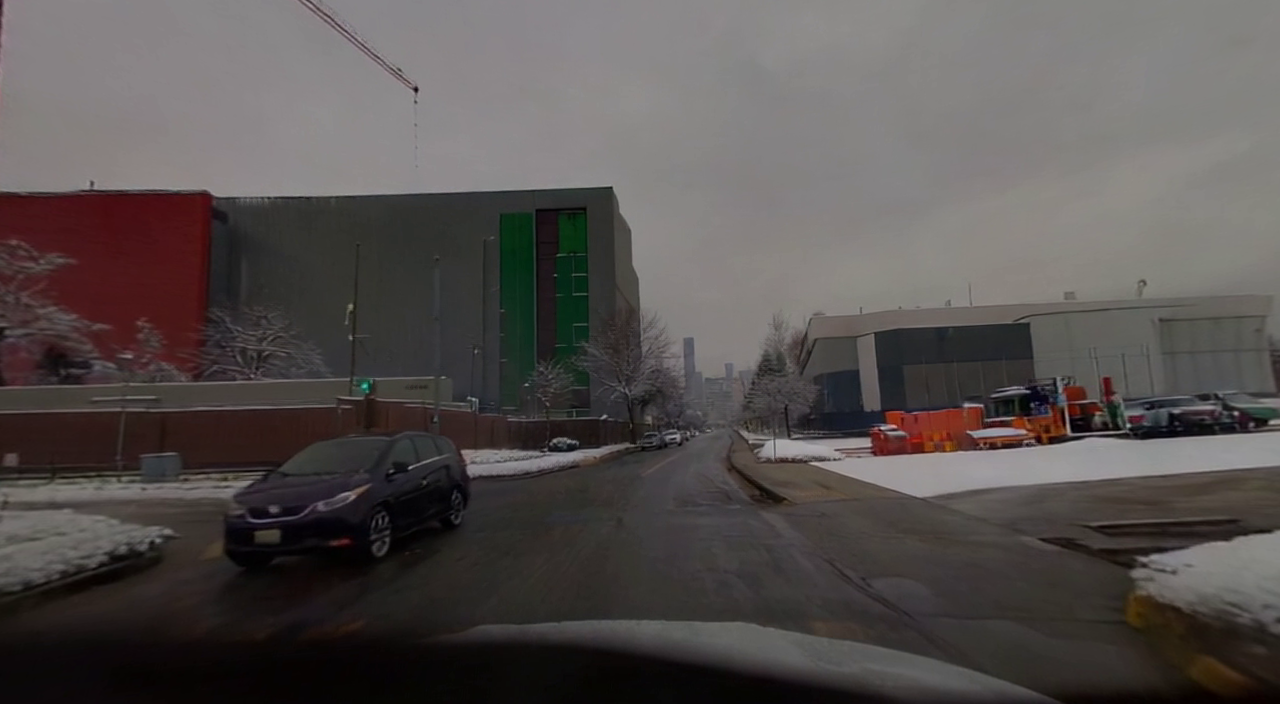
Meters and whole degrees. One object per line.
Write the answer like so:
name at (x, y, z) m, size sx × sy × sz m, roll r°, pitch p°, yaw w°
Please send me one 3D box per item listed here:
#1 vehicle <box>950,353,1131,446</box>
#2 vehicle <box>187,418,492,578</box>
vehicle at (18.884, 2.596, 30.865) m, size 3.031 × 3.863 × 9.734 m, roll -1°, pitch -8°, yaw 4°
vehicle at (-3.677, 1.819, 8.780) m, size 1.967 × 1.646 × 4.192 m, roll -1°, pitch -8°, yaw 4°
